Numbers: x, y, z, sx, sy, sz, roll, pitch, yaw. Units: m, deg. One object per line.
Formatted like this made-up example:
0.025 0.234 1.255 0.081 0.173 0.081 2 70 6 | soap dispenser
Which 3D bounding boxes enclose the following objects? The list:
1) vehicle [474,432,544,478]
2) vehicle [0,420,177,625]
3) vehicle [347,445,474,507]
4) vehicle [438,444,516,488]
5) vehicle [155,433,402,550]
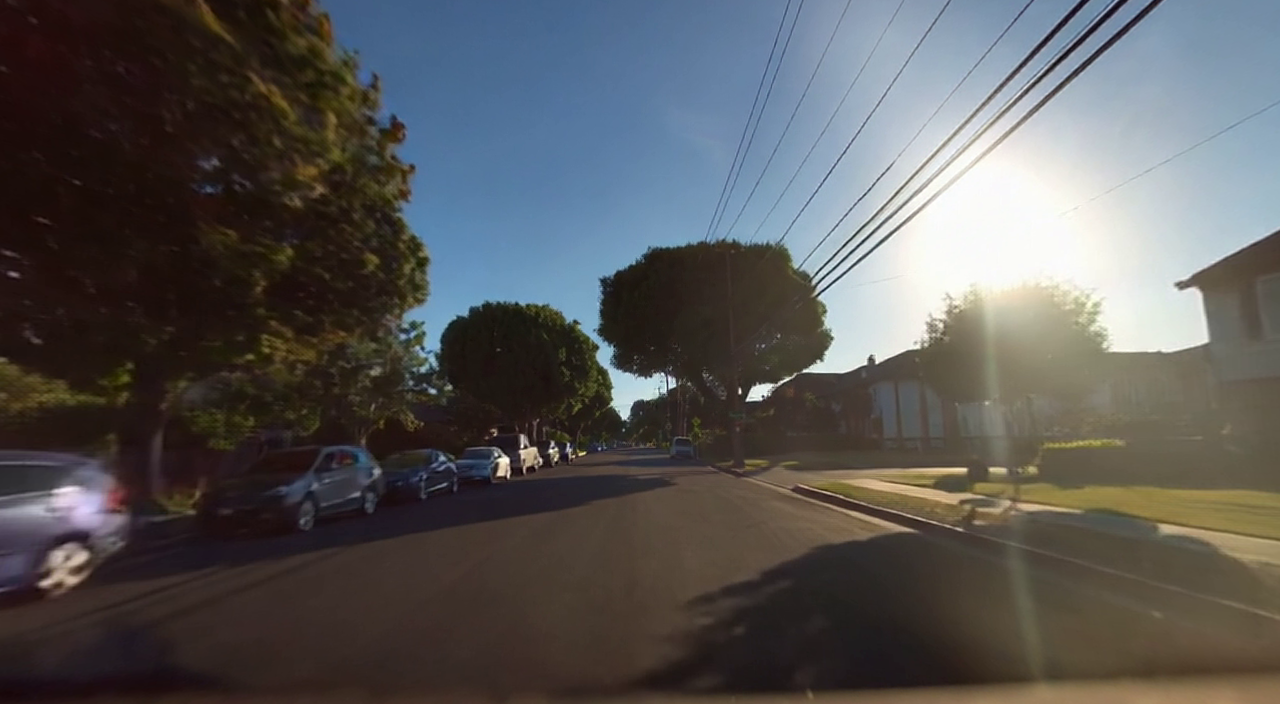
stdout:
-6.165 4.922 30.415 2.222 2.022 5.547 0 -8 0 | vehicle
-6.239 1.358 4.847 1.932 1.673 4.457 0 -8 0 | vehicle
-6.167 3.353 17.602 1.816 1.460 4.542 0 -8 0 | vehicle
-6.044 4.264 23.946 1.890 1.453 4.430 0 -8 -2 | vehicle
-6.192 2.362 11.599 1.848 1.698 4.482 0 -8 0 | vehicle
